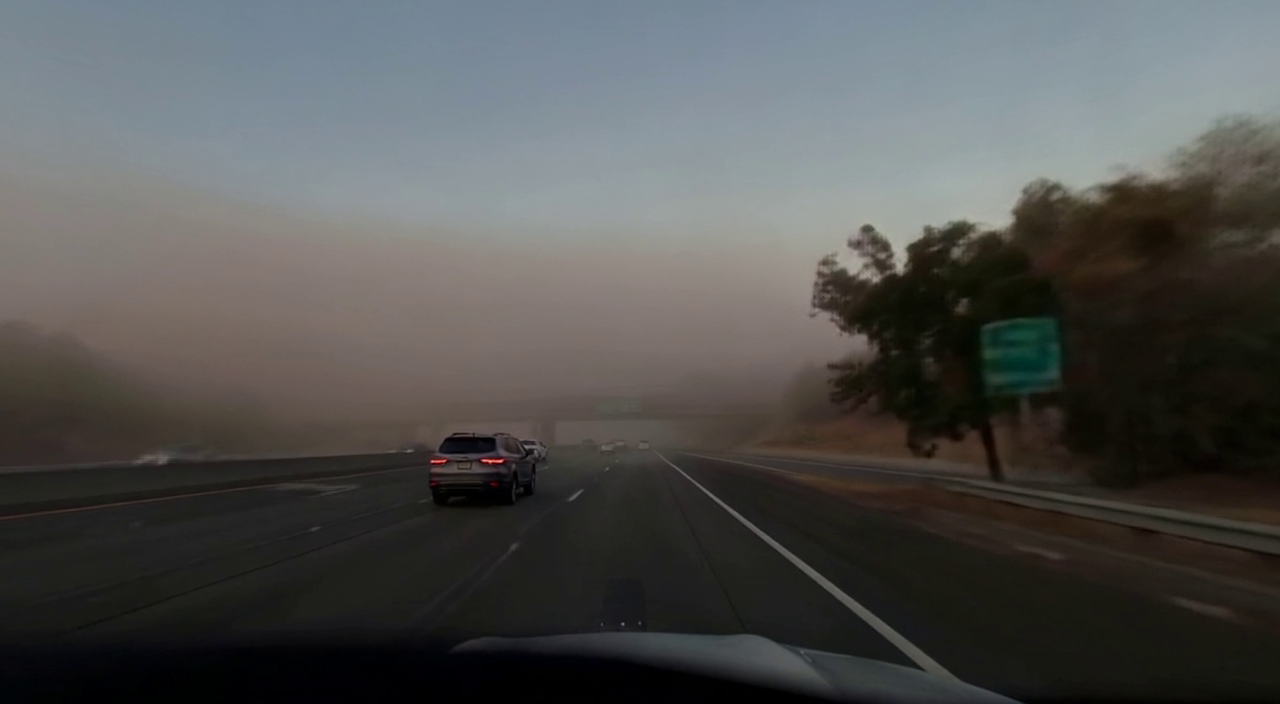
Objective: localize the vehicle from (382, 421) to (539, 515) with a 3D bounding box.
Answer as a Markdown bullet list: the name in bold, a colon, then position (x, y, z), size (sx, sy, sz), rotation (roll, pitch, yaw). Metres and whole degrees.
- **vehicle**: position (-3.648, 2.454, 13.764), size (2.048, 1.705, 4.384), rotation (0, -8, 1)

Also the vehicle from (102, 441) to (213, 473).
- **vehicle**: position (-26.312, 5.717, 34.541), size (1.958, 1.622, 5.191), rotation (0, -8, 1)
